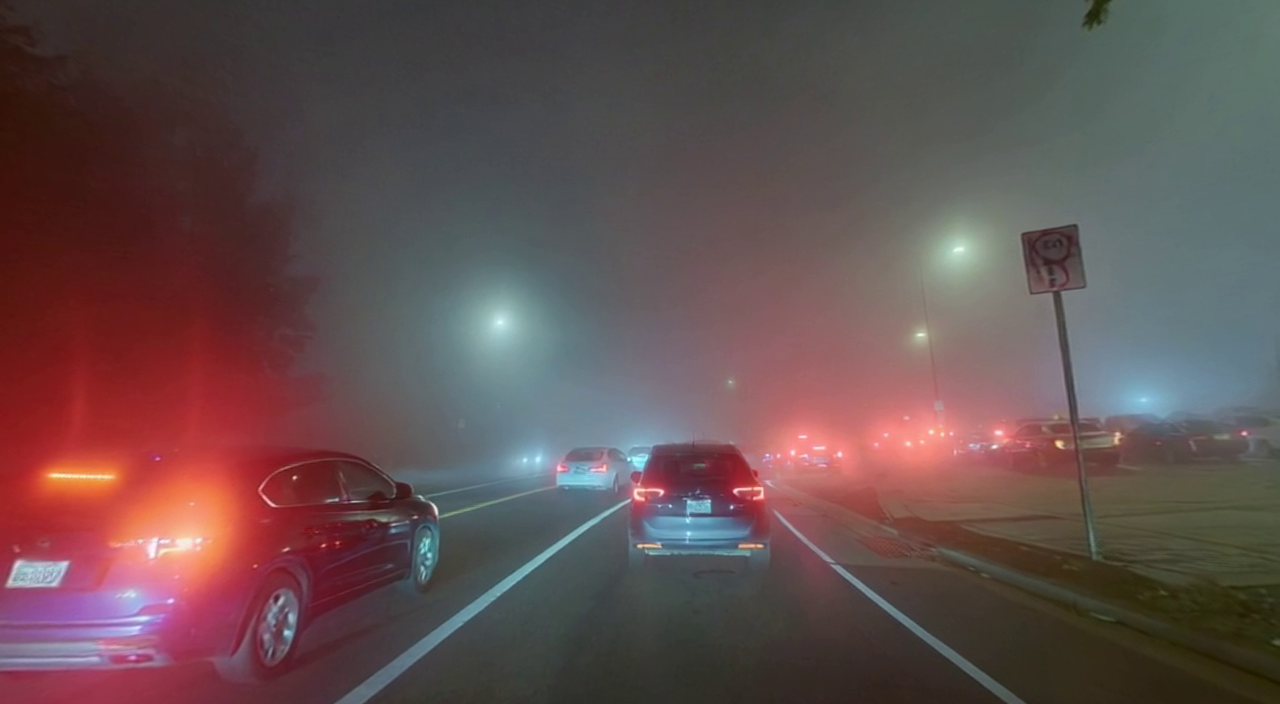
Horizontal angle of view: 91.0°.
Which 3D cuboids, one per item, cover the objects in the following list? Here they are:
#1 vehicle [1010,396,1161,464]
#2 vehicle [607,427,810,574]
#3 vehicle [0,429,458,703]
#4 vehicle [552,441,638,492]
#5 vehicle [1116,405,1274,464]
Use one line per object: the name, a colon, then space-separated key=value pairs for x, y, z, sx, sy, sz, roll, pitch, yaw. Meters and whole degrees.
vehicle: x=14.215 y=2.615 z=20.511 sx=2.288 sy=1.933 sz=4.612 roll=-2 pitch=-9 yaw=13
vehicle: x=0.883 y=1.891 z=8.823 sx=2.142 sy=1.528 sz=4.133 roll=-1 pitch=-9 yaw=5
vehicle: x=-3.199 y=1.457 z=5.186 sx=1.940 sy=1.502 sz=4.241 roll=-1 pitch=-9 yaw=3
vehicle: x=-1.361 y=3.773 z=21.087 sx=1.870 sy=1.490 sz=4.187 roll=-2 pitch=-9 yaw=10
vehicle: x=17.247 y=2.627 z=19.876 sx=1.803 sy=1.518 sz=3.893 roll=-7 pitch=-9 yaw=10
